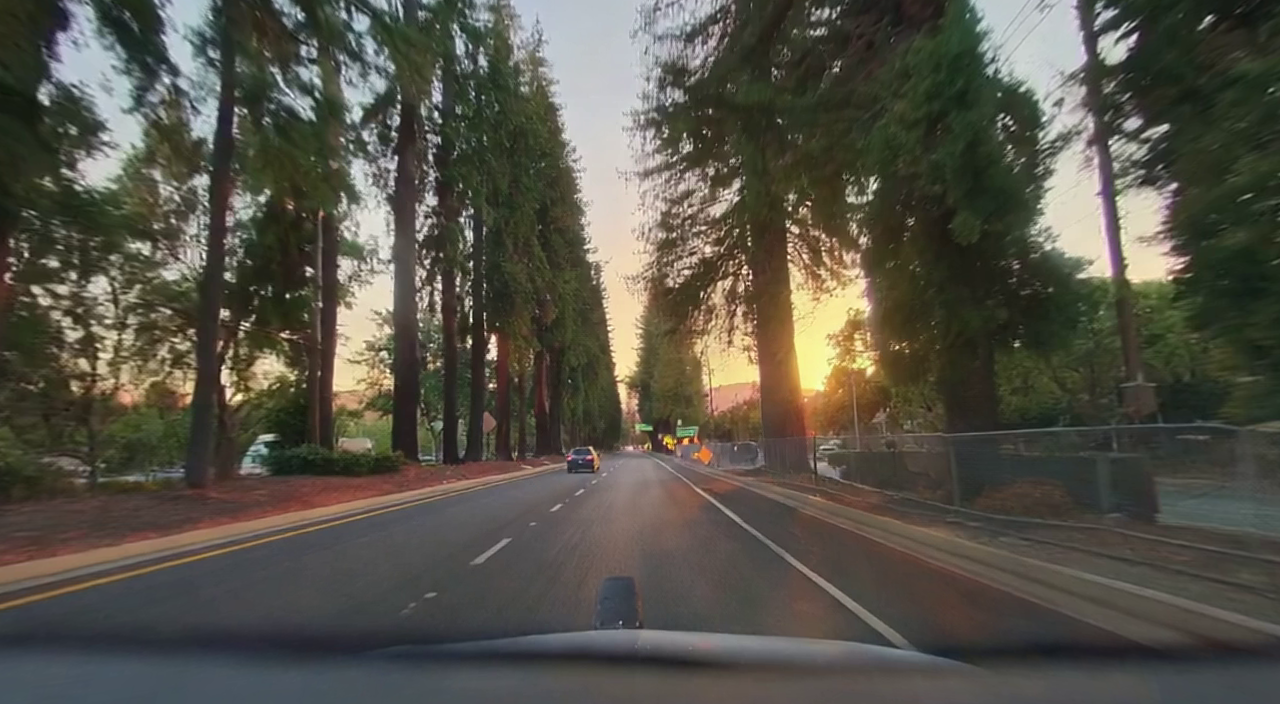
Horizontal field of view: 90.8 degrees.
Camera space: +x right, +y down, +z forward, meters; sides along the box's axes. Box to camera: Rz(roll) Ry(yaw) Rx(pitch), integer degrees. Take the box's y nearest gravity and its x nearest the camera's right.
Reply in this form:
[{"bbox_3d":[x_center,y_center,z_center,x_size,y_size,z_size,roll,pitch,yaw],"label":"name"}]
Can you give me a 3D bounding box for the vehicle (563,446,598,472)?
[{"bbox_3d":[-3.924,7.145,42.336,1.992,1.608,3.868,0,-9,0],"label":"vehicle"}]
